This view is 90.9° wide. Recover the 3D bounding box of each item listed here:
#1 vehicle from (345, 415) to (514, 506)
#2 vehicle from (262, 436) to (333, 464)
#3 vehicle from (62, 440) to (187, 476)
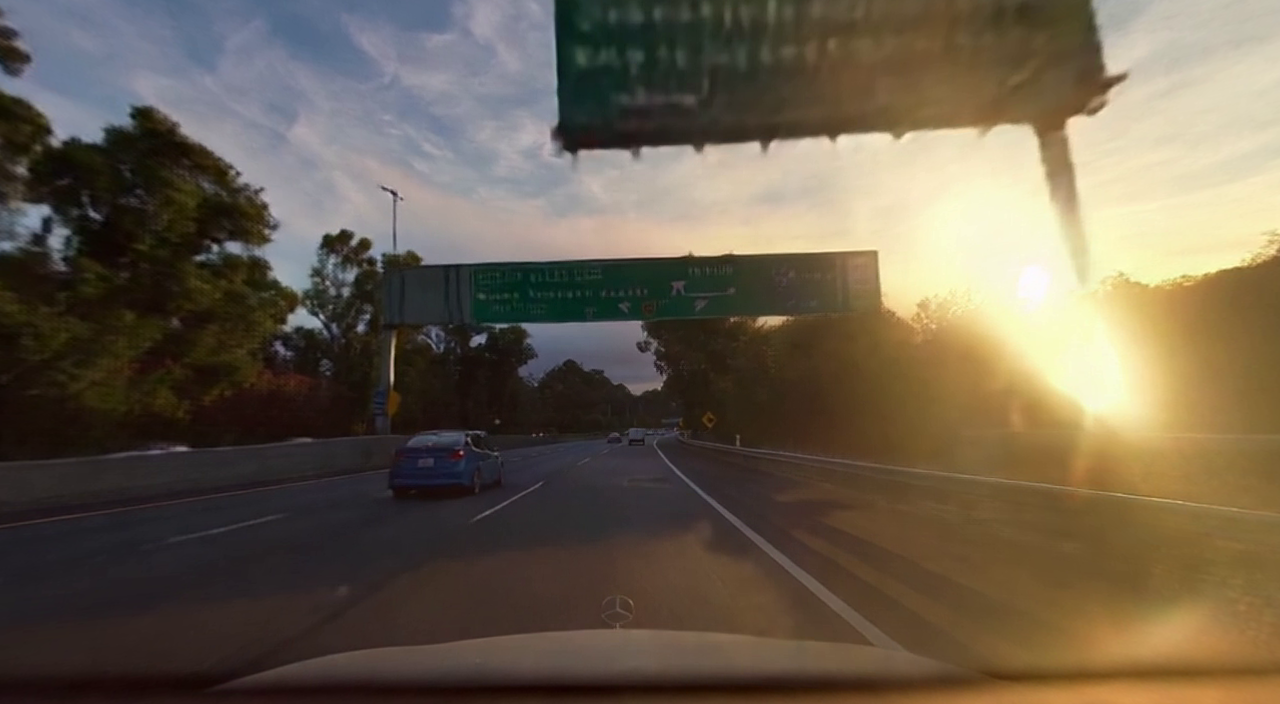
[{"bbox_3d":[-4.217,2.236,13.540,2.052,1.626,4.514,0,-8,0],"label":"vehicle"},{"bbox_3d":[-19.873,5.688,36.743,1.797,1.507,3.975,0,-8,1],"label":"vehicle"},{"bbox_3d":[-24.014,4.919,29.631,1.887,1.503,4.690,0,-8,0],"label":"vehicle"}]
